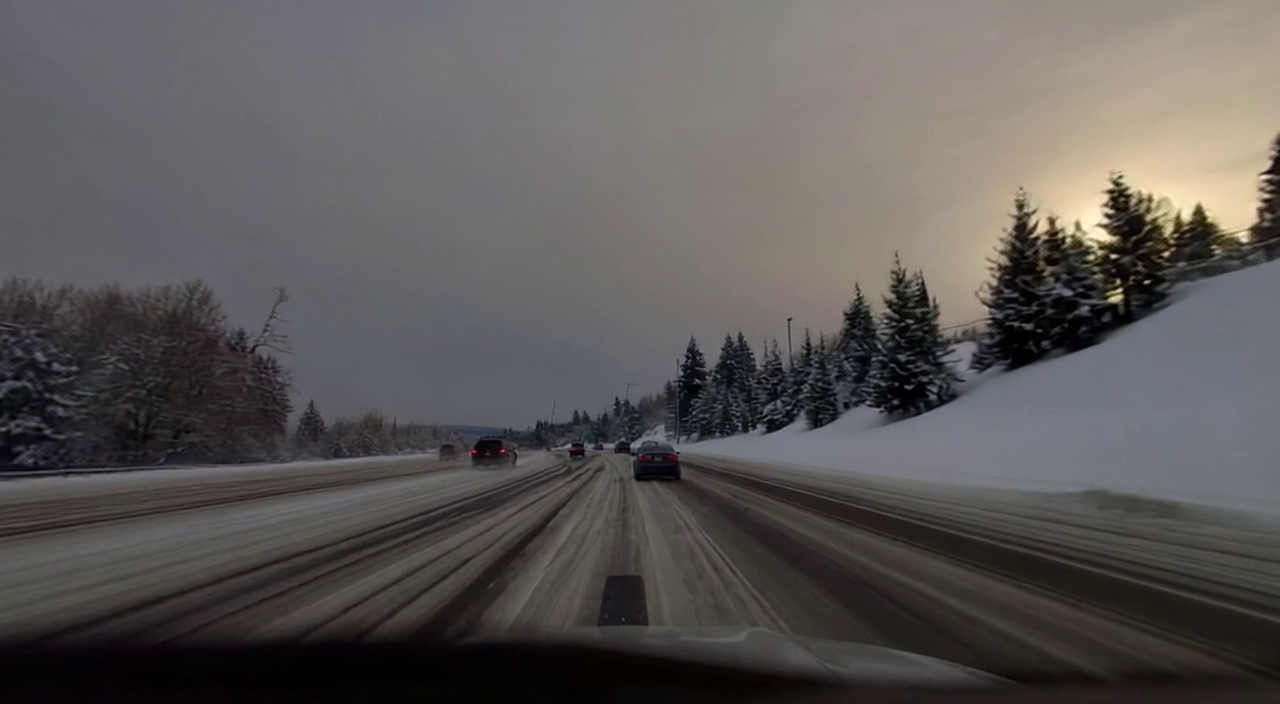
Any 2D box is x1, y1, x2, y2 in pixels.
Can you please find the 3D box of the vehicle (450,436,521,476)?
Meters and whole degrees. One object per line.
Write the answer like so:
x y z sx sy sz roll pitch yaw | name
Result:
-7.086 4.830 29.411 2.221 1.693 4.631 0 -9 -1 | vehicle

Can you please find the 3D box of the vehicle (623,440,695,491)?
0.490 3.532 19.976 2.051 1.444 3.927 0 -9 -1 | vehicle

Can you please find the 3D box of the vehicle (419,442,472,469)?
-11.528 6.159 37.664 2.041 1.534 4.140 0 -9 -2 | vehicle
